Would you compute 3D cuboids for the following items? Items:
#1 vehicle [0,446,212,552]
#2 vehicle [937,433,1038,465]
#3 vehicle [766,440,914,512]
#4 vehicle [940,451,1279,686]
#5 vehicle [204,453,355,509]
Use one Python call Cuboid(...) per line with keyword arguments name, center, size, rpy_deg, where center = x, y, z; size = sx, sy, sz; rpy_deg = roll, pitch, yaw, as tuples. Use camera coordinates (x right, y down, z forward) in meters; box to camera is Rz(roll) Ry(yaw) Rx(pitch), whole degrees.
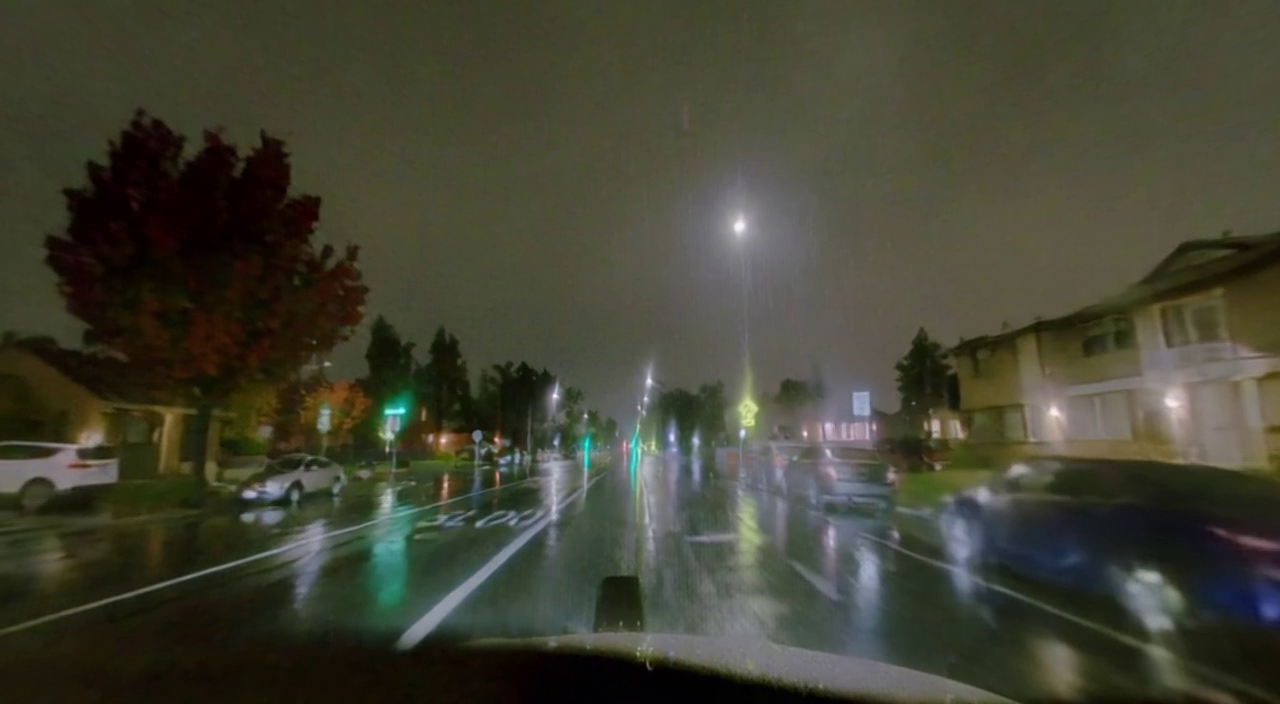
Cuboid(name="vehicle", center=(-11.222, 2.761, 12.714), size=(2.052, 1.726, 4.475), rpy_deg=(0, -8, 0))
Cuboid(name="vehicle", center=(20.167, 5.652, 36.829), size=(4.578, 1.740, 2.185), rpy_deg=(0, -8, -1))
Cuboid(name="vehicle", center=(4.615, 2.923, 15.418), size=(2.196, 1.472, 4.426), rpy_deg=(0, -8, 1))
Cuboid(name="vehicle", center=(4.805, 1.604, 5.700), size=(2.007, 1.352, 4.345), rpy_deg=(0, -8, -1))
Cuboid(name="vehicle", center=(-10.961, 3.919, 19.696), size=(1.949, 1.457, 4.581), rpy_deg=(0, -8, 1))
